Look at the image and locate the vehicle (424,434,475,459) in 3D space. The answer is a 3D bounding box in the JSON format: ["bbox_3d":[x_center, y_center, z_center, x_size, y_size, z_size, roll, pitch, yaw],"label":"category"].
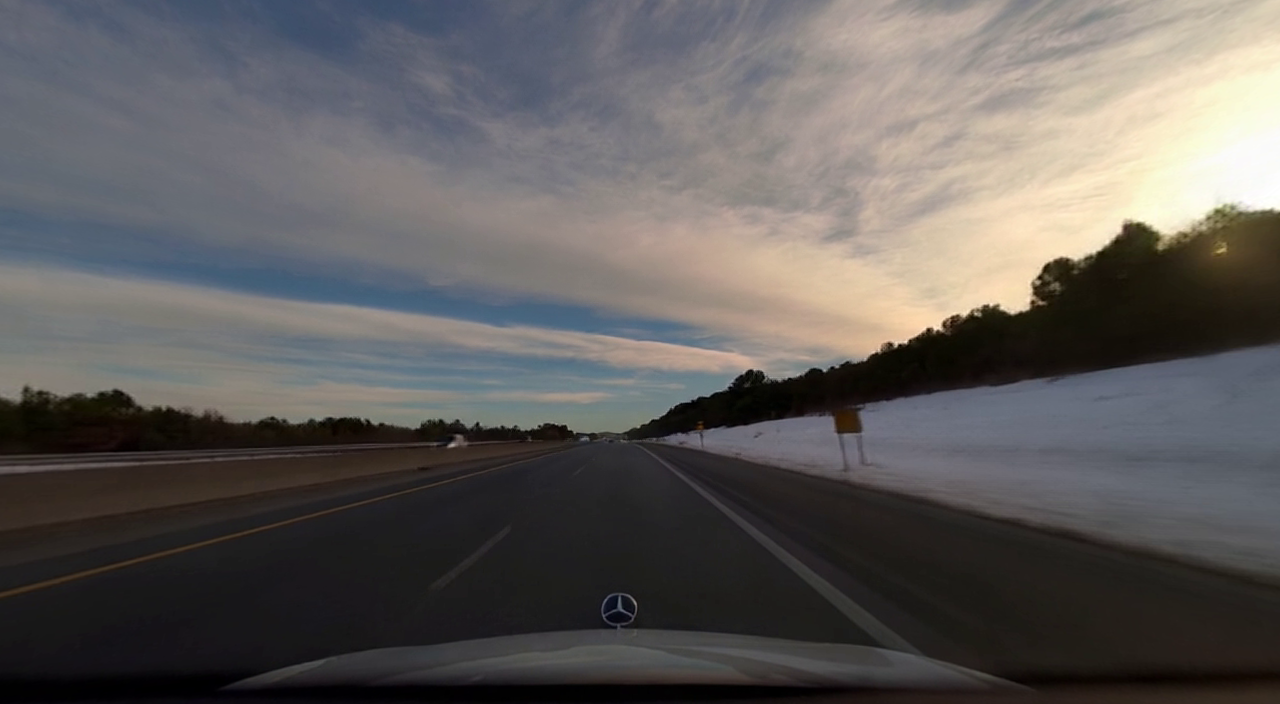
[{"bbox_3d":[-11.852,5.876,39.355,1.992,1.503,4.066,0,-8,-1],"label":"vehicle"}]
